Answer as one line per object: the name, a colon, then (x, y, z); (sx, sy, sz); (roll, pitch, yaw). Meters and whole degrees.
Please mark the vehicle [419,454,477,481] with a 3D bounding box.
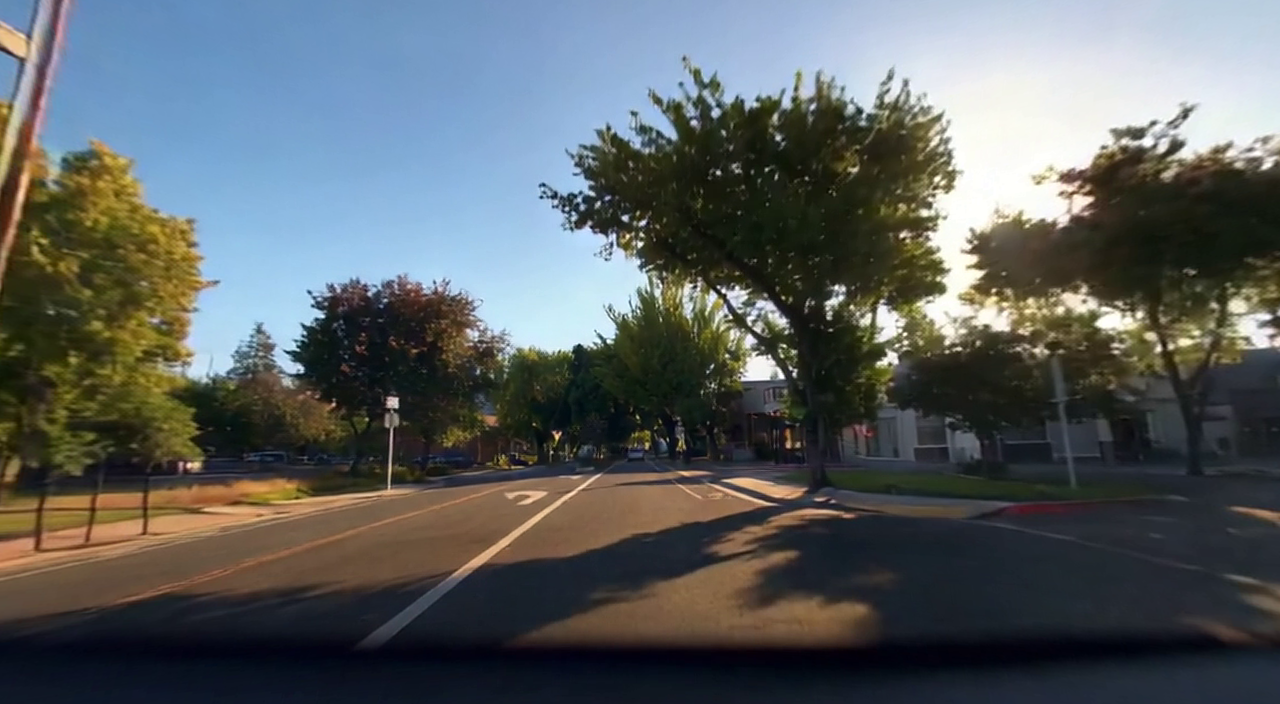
vehicle: (-11.607, 6.889, 37.991); (2.061, 1.475, 4.357); (6, -10, -33)
